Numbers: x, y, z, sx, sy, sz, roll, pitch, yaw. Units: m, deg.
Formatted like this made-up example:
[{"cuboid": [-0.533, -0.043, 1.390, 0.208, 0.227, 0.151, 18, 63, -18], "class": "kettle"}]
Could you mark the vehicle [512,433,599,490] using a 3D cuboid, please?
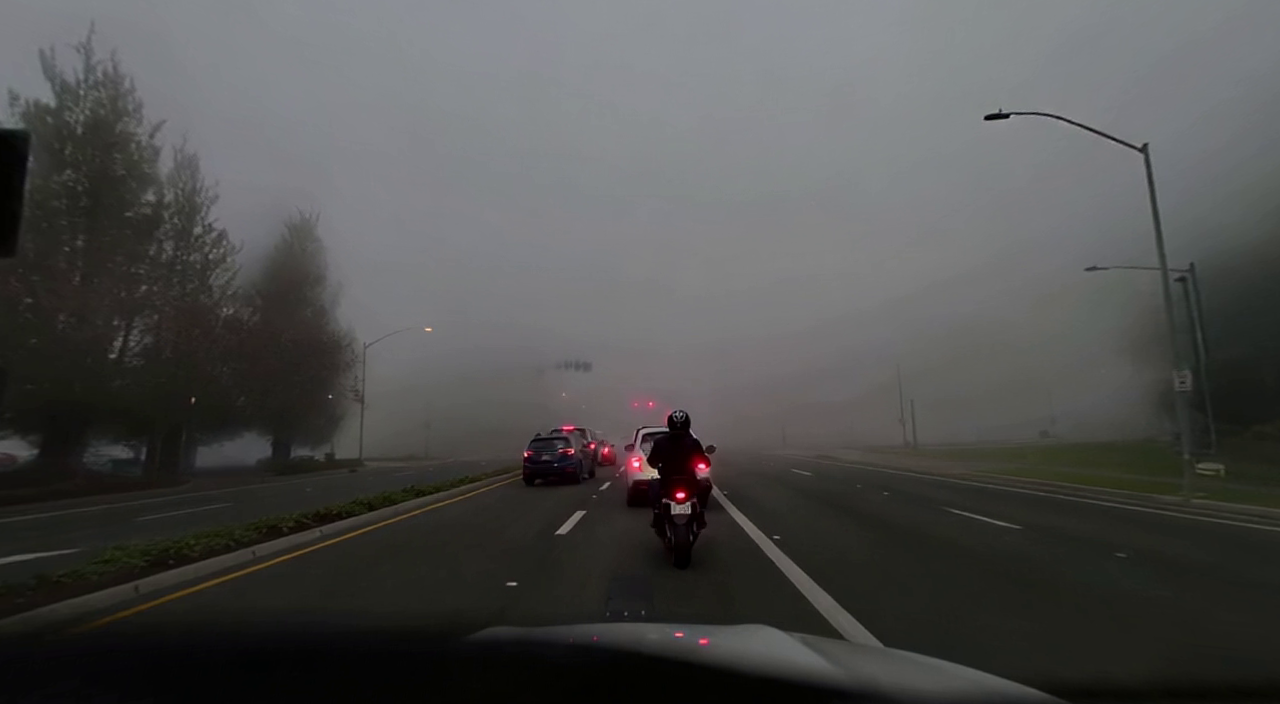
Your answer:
[{"cuboid": [-2.415, 3.255, 19.078, 1.979, 1.499, 3.840, -1, -8, 2], "class": "vehicle"}]

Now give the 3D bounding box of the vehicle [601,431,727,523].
[{"cuboid": [0.453, 2.337, 12.471, 2.009, 1.450, 4.608, -1, -8, 2], "class": "vehicle"}]
